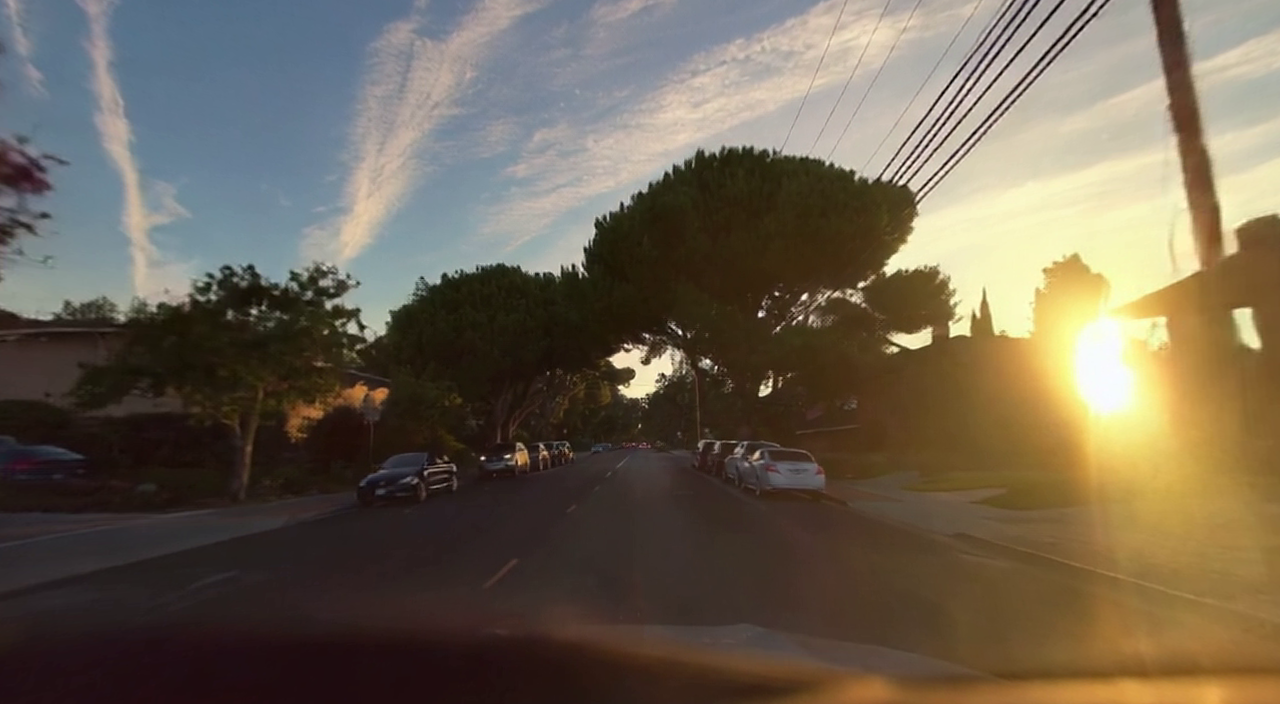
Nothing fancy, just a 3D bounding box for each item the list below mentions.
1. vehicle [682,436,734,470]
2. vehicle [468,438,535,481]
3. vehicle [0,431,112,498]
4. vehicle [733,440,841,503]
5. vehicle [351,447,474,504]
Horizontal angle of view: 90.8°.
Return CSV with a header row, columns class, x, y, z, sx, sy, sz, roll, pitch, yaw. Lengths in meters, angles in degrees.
class,x,y,z,sx,sy,sz,roll,pitch,yaw
vehicle,3.658,5.587,35.113,2.178,1.757,5.495,0,-9,-1
vehicle,-6.315,4.942,29.302,2.031,1.799,4.587,0,-9,0
vehicle,-17.816,3.138,17.802,1.925,1.750,4.489,0,-9,0
vehicle,3.666,3.060,16.614,1.763,1.432,4.323,0,-9,-1
vehicle,-6.454,3.520,18.553,2.031,1.454,4.410,0,-9,-1
